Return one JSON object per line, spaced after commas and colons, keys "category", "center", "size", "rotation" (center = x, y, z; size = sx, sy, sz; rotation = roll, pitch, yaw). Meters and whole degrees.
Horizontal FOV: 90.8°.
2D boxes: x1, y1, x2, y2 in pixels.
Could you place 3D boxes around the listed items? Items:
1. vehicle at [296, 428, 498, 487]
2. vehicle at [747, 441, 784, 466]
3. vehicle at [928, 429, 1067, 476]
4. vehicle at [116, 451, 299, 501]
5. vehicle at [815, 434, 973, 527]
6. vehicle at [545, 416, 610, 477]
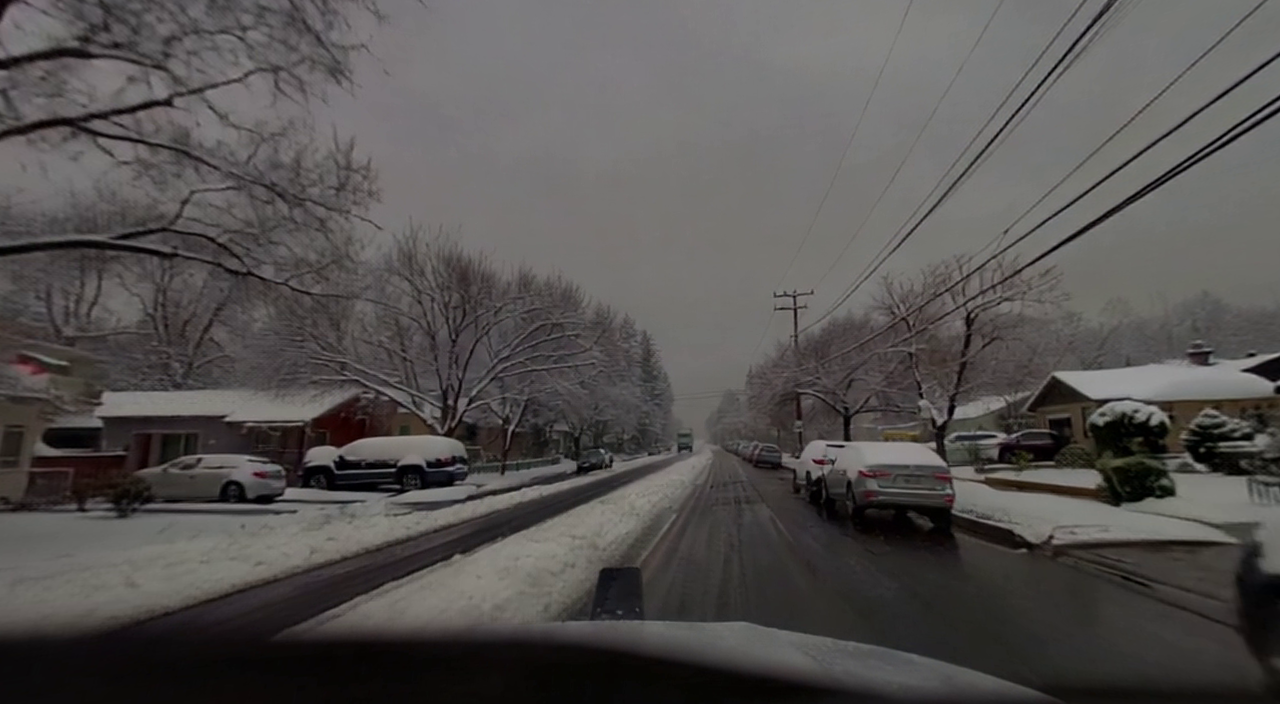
{"category": "vehicle", "center": [-8.809, 3.842, 23.302], "size": [6.488, 2.009, 2.354], "rotation": [-1, -8, 6]}
{"category": "vehicle", "center": [7.665, 6.222, 38.865], "size": [1.743, 1.440, 3.732], "rotation": [-1, -8, 4]}
{"category": "vehicle", "center": [13.269, 3.742, 23.683], "size": [4.075, 1.674, 1.811], "rotation": [-1, -9, 8]}
{"category": "vehicle", "center": [-13.325, 3.816, 19.645], "size": [4.481, 1.420, 1.712], "rotation": [0, -8, 4]}
{"category": "vehicle", "center": [4.592, 2.332, 12.063], "size": [1.845, 1.453, 3.792], "rotation": [-1, -8, 7]}
{"category": "vehicle", "center": [-3.125, 4.962, 33.283], "size": [2.199, 2.902, 5.848], "rotation": [-1, -8, 6]}
